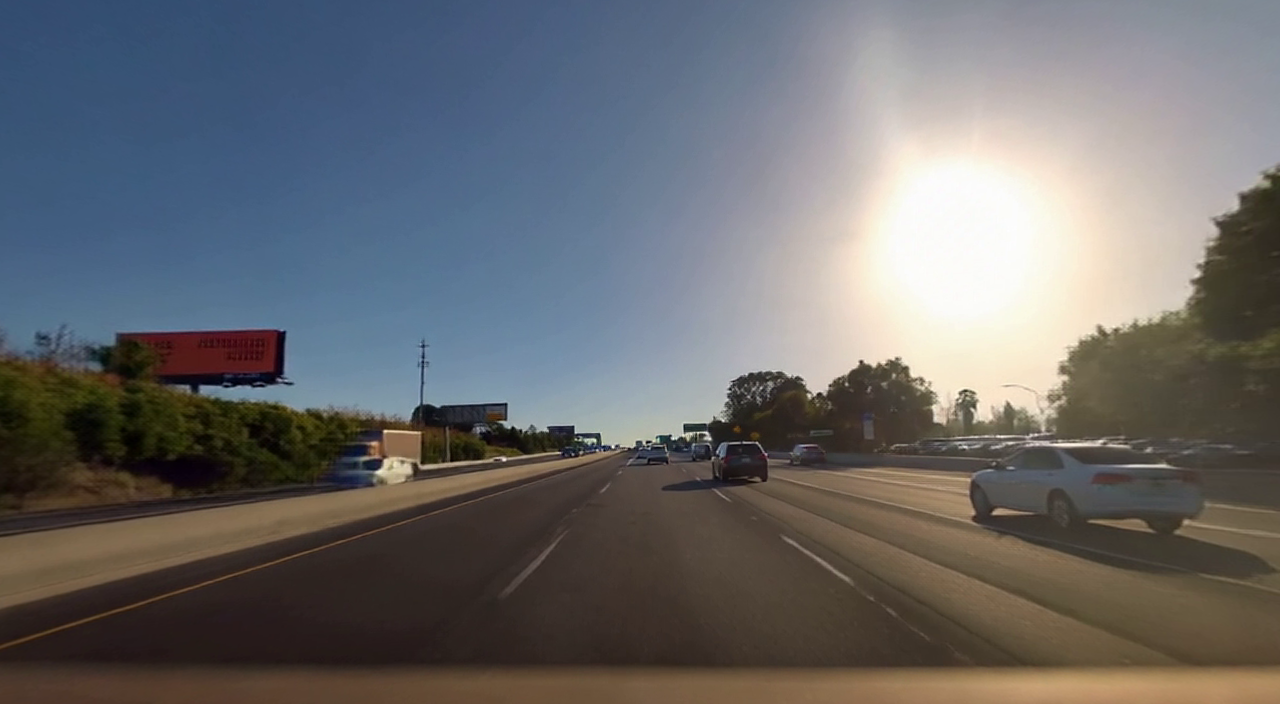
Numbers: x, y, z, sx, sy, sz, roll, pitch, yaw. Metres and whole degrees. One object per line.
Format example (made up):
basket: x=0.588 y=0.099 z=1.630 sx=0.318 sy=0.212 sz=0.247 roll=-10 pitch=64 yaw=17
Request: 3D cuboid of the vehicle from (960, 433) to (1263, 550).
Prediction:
vehicle: x=7.494 y=2.200 z=10.753 sx=1.807 sy=1.558 sz=4.352 roll=0 pitch=-8 yaw=0

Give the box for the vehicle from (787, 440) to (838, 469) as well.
vehicle: x=11.429 y=6.832 z=42.119 sx=2.028 sy=1.801 sz=4.503 roll=0 pitch=-8 yaw=-1

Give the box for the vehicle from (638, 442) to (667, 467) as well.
vehicle: x=0.913 y=7.799 z=48.220 sx=2.145 sy=1.832 sz=4.004 roll=0 pitch=-8 yaw=0

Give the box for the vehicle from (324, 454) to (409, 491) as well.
vehicle: x=-13.042 y=5.761 z=30.430 sx=1.906 sy=1.533 sz=4.731 roll=0 pitch=-8 yaw=1

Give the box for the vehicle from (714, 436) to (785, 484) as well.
vehicle: x=4.529 y=4.538 z=26.825 sx=2.075 sy=1.845 sz=4.667 roll=0 pitch=-8 yaw=-1
